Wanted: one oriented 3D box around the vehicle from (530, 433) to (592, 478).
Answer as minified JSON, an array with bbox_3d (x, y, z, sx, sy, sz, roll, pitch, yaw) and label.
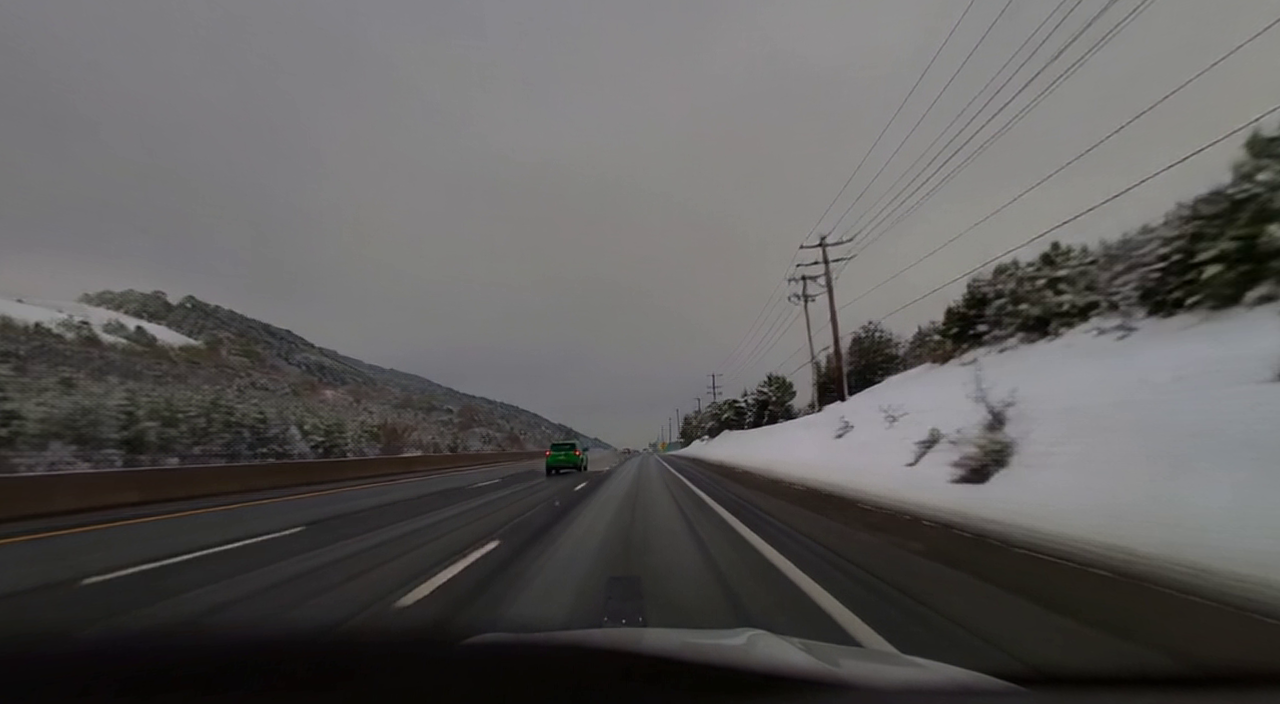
[{"bbox_3d":[-3.503,4.704,28.889,2.136,1.845,4.515,0,-8,1],"label":"vehicle"}]
